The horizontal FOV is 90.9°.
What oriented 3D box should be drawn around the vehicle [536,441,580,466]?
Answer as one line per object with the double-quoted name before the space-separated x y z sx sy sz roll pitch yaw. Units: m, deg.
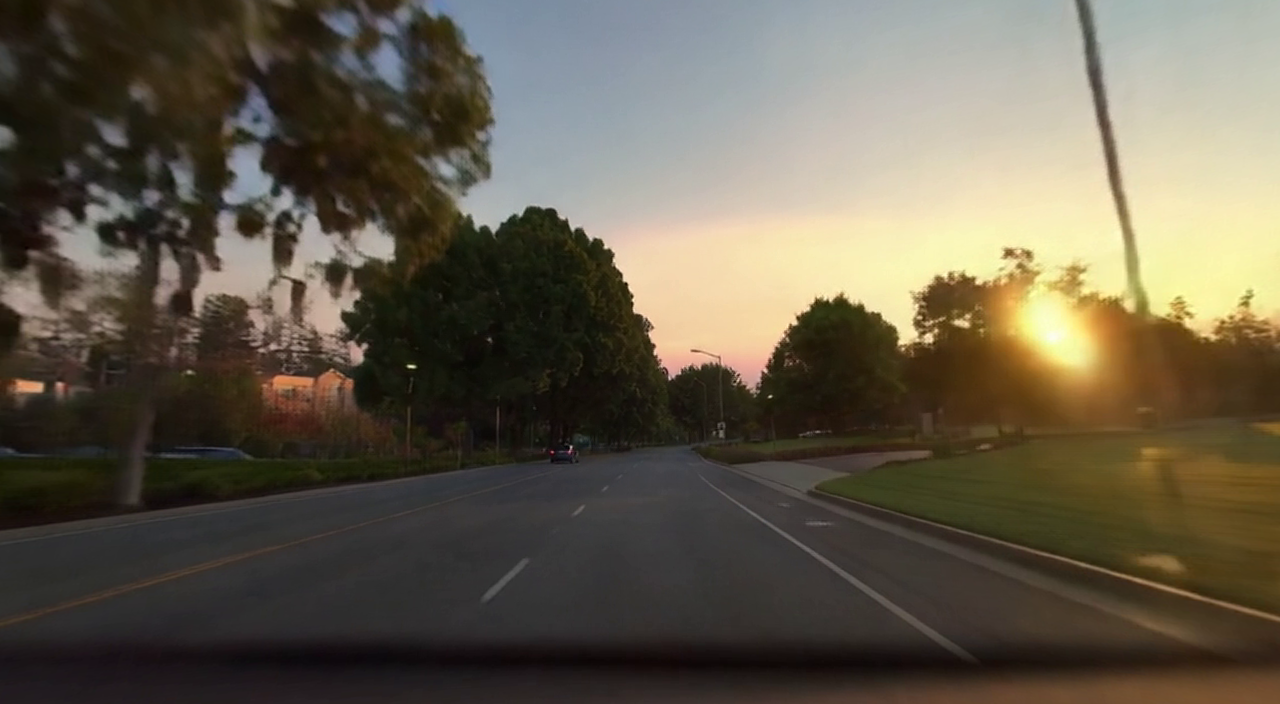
"vehicle" -5.182 6.483 40.536 1.945 1.461 4.605 -1 -8 4
